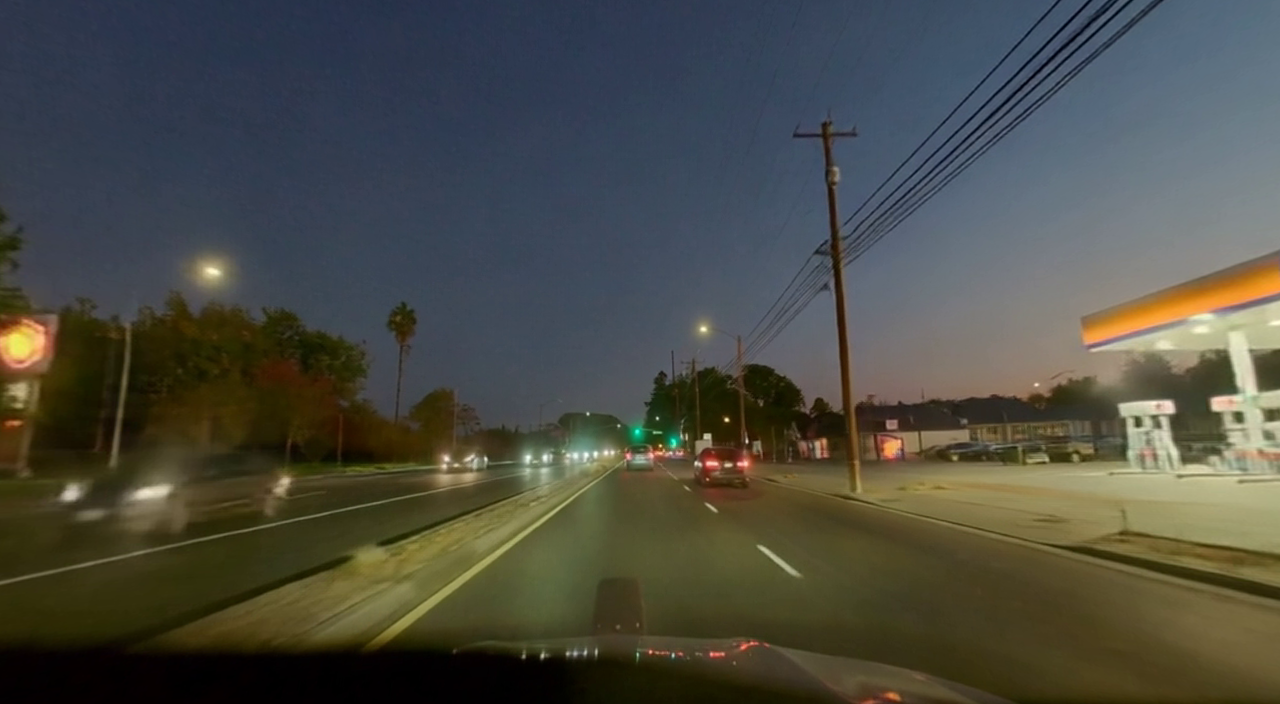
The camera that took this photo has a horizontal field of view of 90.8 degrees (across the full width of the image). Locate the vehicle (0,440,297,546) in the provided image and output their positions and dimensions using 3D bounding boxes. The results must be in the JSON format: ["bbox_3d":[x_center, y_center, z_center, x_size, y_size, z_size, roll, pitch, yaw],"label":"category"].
[{"bbox_3d":[-8.400,2.350,11.308,1.953,1.470,4.522,-1,-8,0],"label":"vehicle"}]

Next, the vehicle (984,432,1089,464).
[{"bbox_3d":[23.082,5.600,36.979,2.187,1.757,4.663,3,-9,-22],"label":"vehicle"}]

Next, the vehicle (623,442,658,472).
[{"bbox_3d":[-0.001,6.700,40.525,2.163,1.825,4.073,0,-8,-1],"label":"vehicle"}]

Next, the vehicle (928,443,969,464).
[{"bbox_3d":[24.417,7.954,49.848,2.071,1.528,4.644,-6,-10,35],"label":"vehicle"}]

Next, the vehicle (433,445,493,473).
[{"bbox_3d":[-11.869,7.216,42.894,2.383,1.725,5.760,-1,-8,0],"label":"vehicle"}]

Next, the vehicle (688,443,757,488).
[{"bbox_3d":[3.152,4.413,24.993,1.990,1.592,4.294,0,-8,-2],"label":"vehicle"}]
